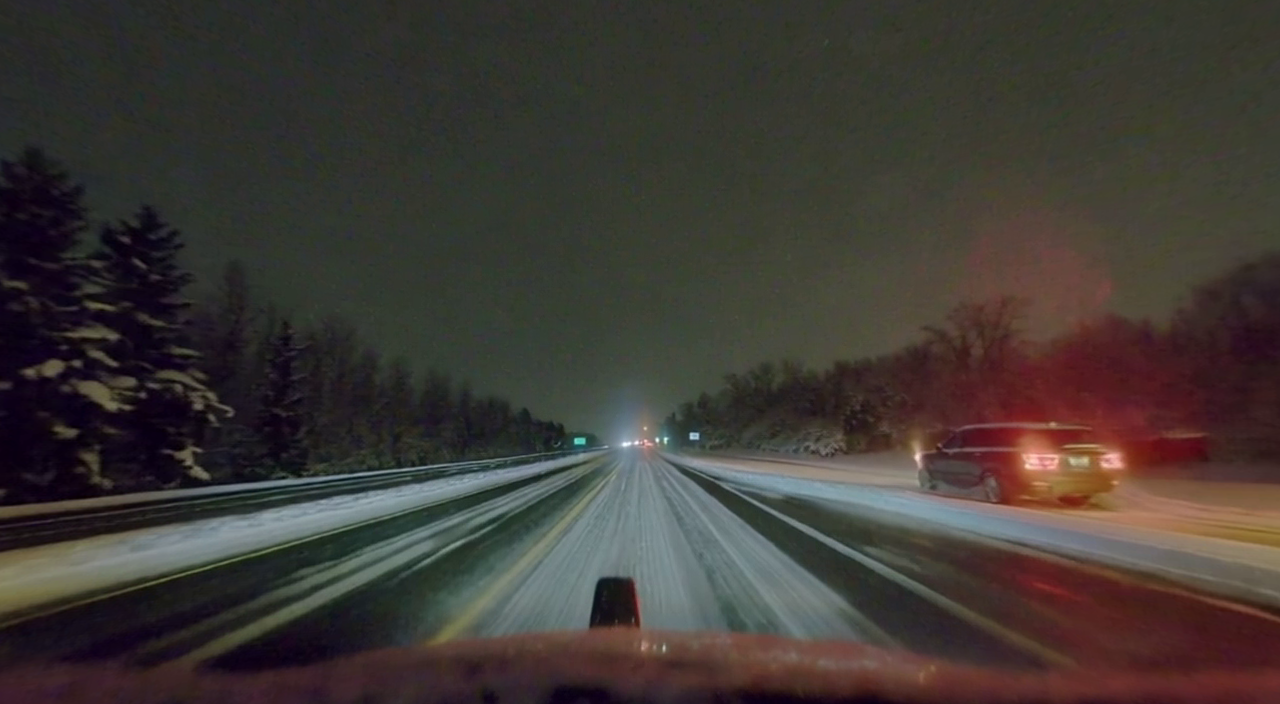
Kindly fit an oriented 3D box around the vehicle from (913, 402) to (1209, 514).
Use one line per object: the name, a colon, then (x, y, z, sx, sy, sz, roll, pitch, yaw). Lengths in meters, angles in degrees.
vehicle: (8.525, 2.220, 13.638, 2.328, 1.916, 5.227, 1, -8, -7)
